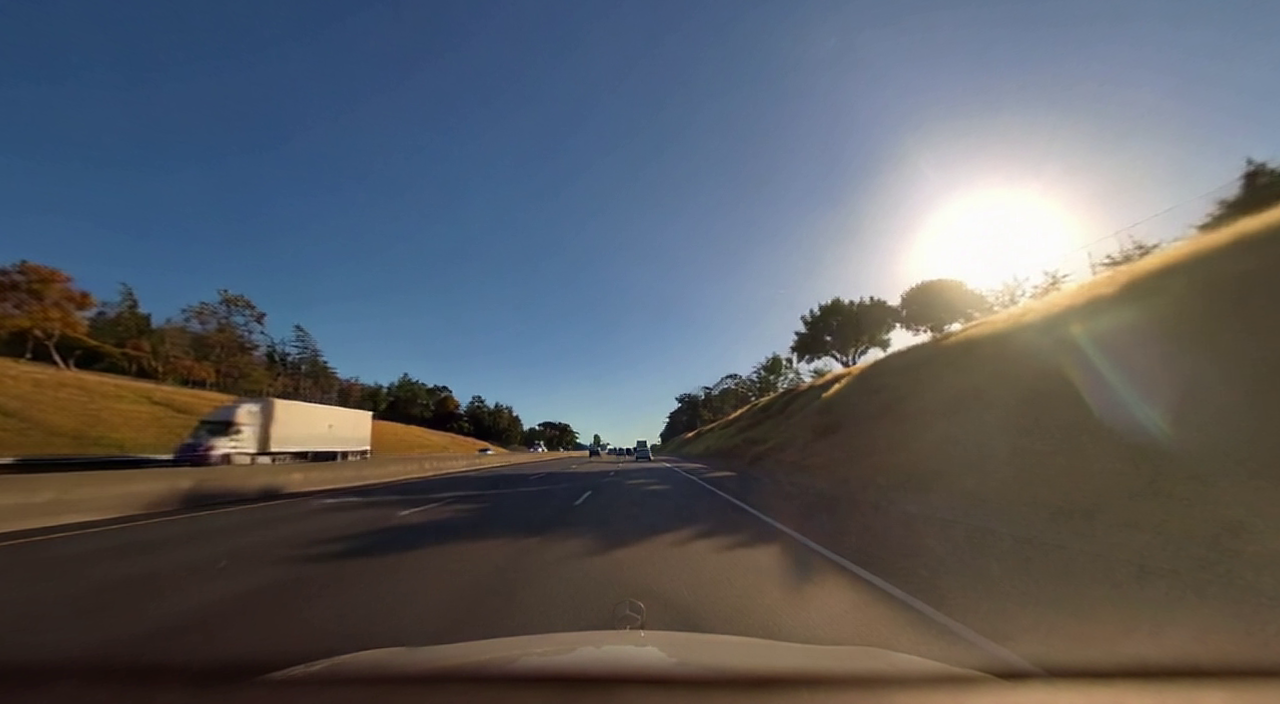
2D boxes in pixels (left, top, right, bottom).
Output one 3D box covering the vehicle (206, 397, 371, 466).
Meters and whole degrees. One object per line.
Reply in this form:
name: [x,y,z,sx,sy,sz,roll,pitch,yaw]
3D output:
vehicle: [-23.167,5.672,43.359,2.904,3.928,14.552,0,-9,0]
